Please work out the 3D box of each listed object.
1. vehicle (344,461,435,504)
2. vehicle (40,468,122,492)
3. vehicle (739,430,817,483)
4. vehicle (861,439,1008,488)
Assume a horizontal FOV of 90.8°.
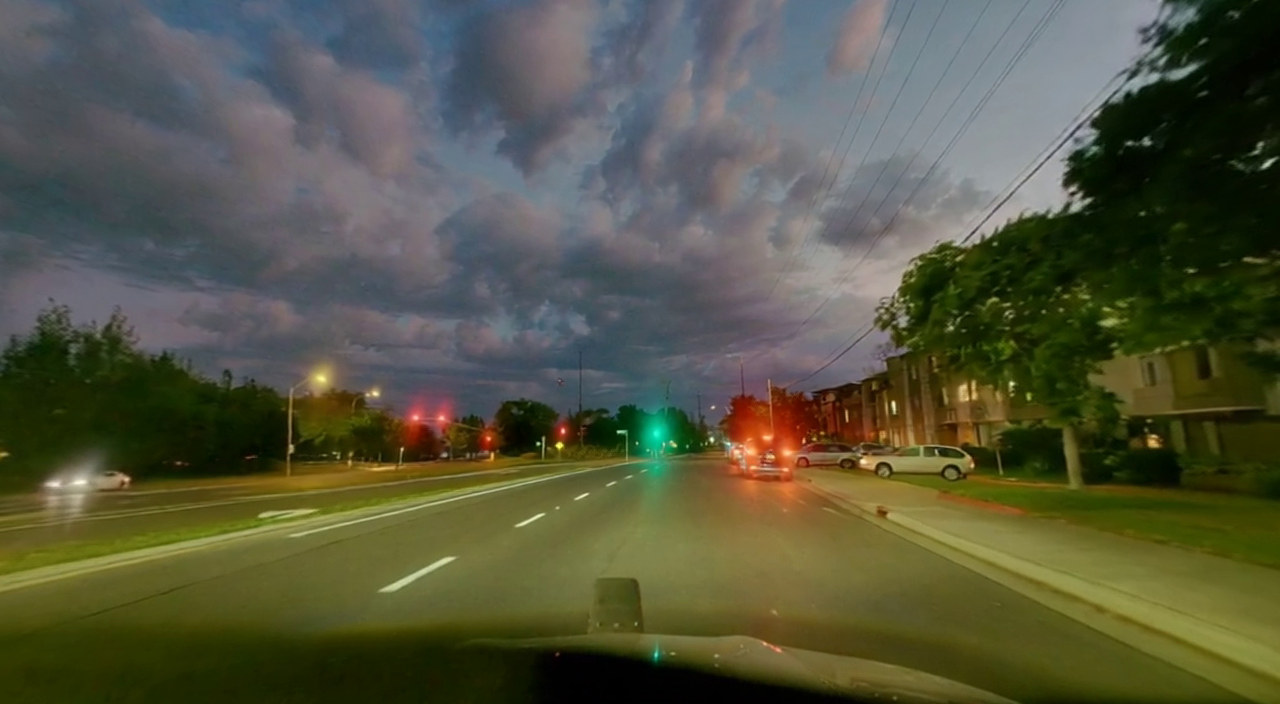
[{"bbox_3d":[-9.673,5.034,24.761,1.688,1.424,3.786,-1,-8,6],"label":"vehicle"},{"bbox_3d":[-43.730,9.992,49.579,1.946,1.637,4.683,0,-8,3],"label":"vehicle"},{"bbox_3d":[5.294,4.071,24.902,2.359,1.817,4.985,0,-8,5],"label":"vehicle"},{"bbox_3d":[11.245,4.242,24.479,2.038,1.680,4.660,6,-10,-36],"label":"vehicle"}]
